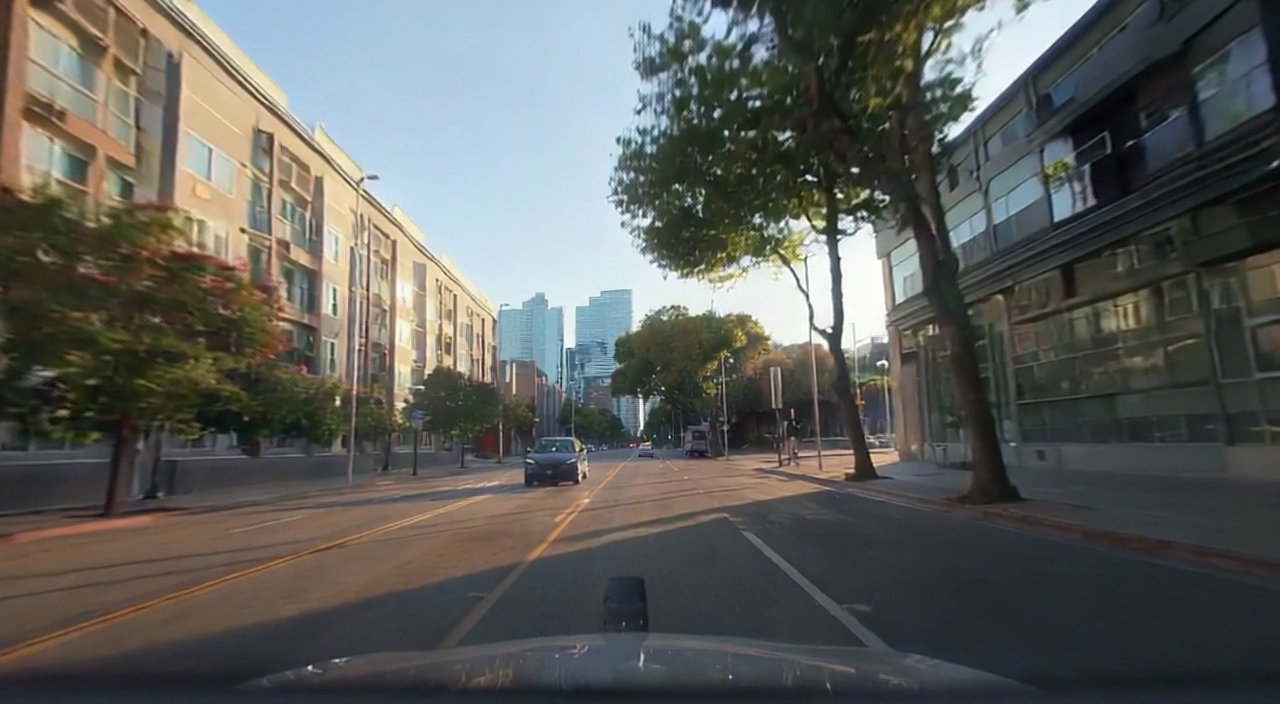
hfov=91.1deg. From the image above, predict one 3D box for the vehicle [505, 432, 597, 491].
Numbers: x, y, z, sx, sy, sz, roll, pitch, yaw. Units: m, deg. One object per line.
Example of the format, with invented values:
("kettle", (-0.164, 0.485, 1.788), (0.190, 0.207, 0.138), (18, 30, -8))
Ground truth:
("vehicle", (-2.834, 3.610, 21.109), (2.332, 1.732, 4.463), (-1, -8, 1))
